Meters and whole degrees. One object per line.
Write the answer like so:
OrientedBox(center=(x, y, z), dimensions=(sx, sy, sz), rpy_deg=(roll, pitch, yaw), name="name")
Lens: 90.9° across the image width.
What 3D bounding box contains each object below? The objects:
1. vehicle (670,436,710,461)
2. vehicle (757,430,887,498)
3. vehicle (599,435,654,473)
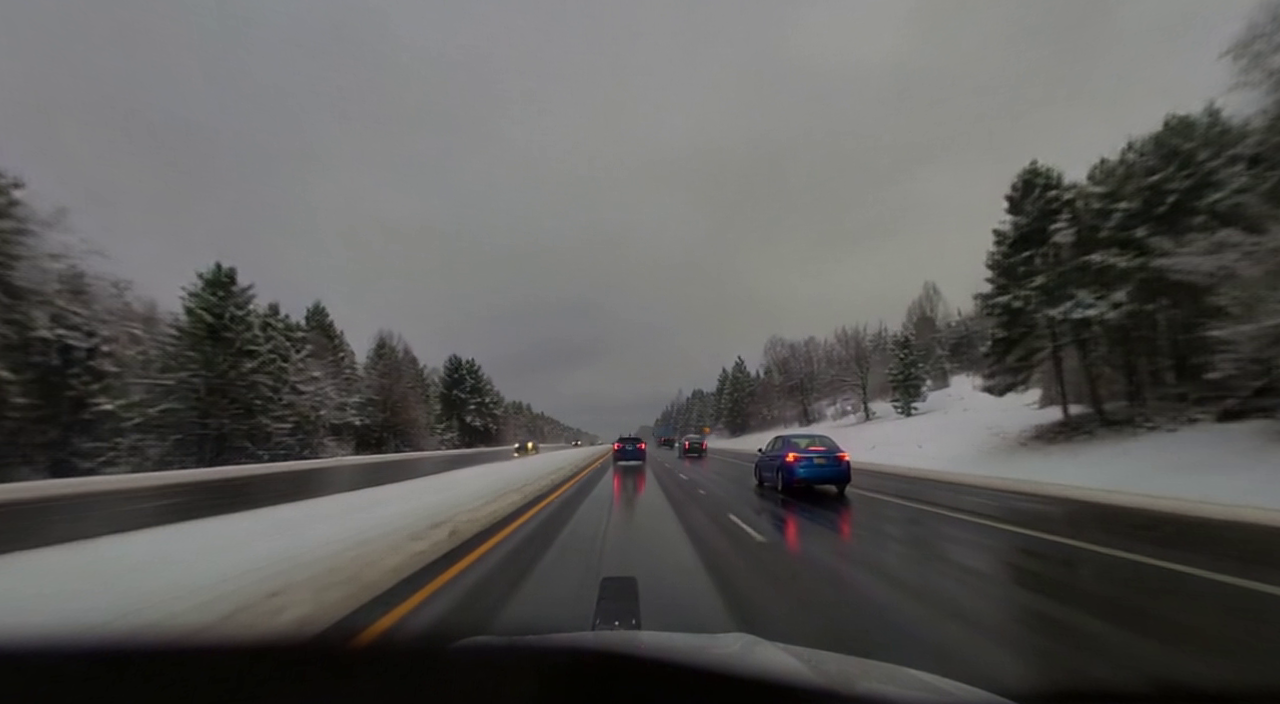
OrientedBox(center=(3.097, 6.060, 39.916), dimensions=(2.004, 1.469, 4.472), rpy_deg=(0, -8, -2), name="vehicle")
OrientedBox(center=(4.531, 2.822, 16.439), dimensions=(2.066, 1.526, 4.216), rpy_deg=(0, -8, -1), name="vehicle")
OrientedBox(center=(-0.575, 4.223, 26.520), dimensions=(2.143, 1.466, 3.693), rpy_deg=(0, -8, -1), name="vehicle")
